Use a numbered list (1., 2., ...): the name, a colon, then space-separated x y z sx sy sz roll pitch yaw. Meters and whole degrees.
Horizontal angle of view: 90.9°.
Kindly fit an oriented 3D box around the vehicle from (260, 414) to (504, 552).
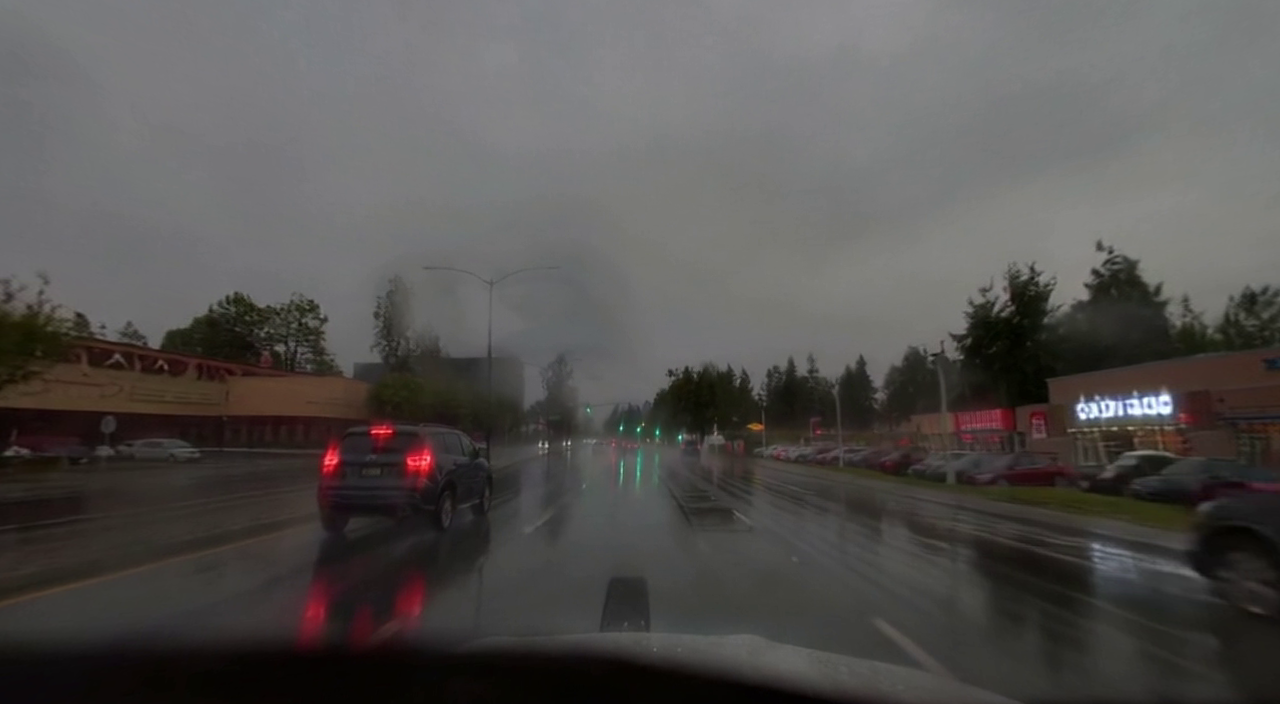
1. vehicle: -3.532 1.869 9.593 1.983 1.635 3.957 0 -8 1

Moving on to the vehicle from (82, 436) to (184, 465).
1. vehicle: -35.270 6.897 44.122 2.131 1.878 5.681 -1 -8 4

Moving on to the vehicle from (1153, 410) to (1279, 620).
1. vehicle: 6.662 1.155 3.701 2.335 1.790 5.991 0 -8 1

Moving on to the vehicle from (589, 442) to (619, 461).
1. vehicle: -2.780 7.835 49.739 2.005 1.446 4.265 0 -8 1

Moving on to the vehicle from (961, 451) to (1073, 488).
1. vehicle: 16.550 5.148 27.806 1.703 1.446 3.822 7 -12 -43
